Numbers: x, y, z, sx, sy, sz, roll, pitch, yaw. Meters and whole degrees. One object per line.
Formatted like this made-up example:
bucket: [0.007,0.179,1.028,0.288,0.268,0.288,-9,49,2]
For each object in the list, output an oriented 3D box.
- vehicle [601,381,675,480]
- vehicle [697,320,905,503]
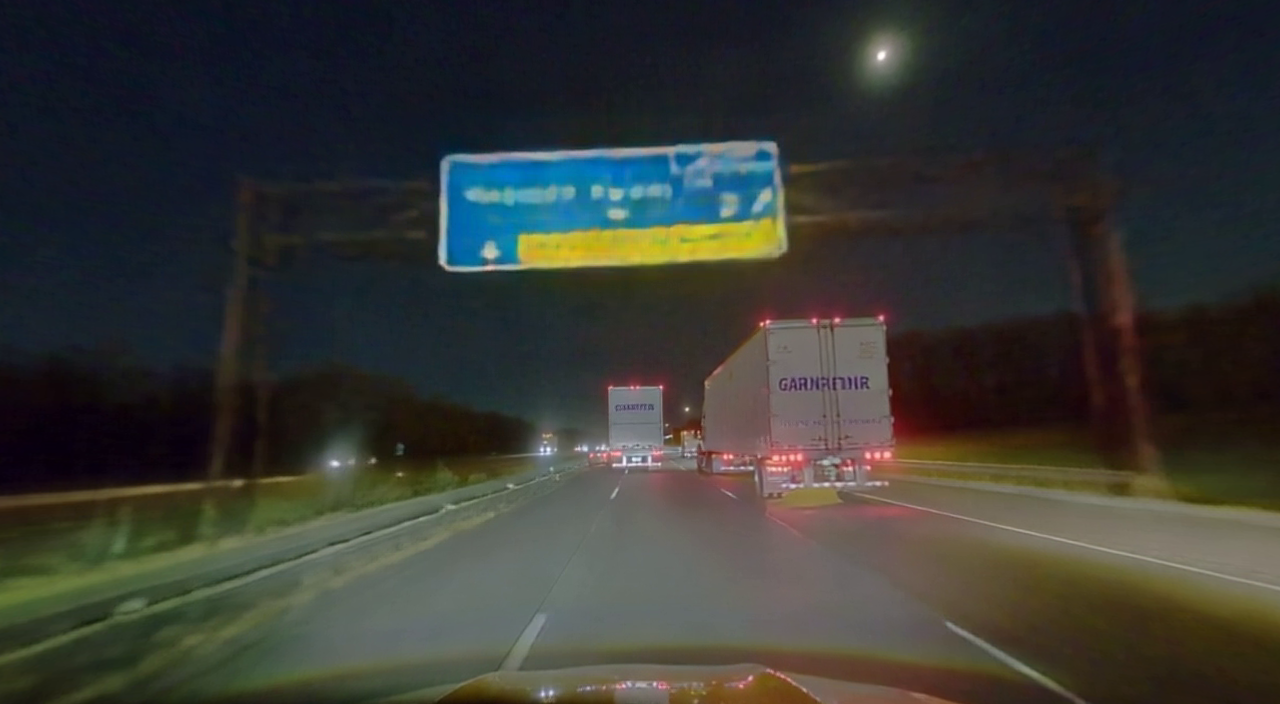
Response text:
vehicle: [-0.095,3.782,29.404,2.864,3.805,9.709,0,-9,0]
vehicle: [4.243,2.383,21.411,3.044,4.128,14.482,0,-9,-1]
